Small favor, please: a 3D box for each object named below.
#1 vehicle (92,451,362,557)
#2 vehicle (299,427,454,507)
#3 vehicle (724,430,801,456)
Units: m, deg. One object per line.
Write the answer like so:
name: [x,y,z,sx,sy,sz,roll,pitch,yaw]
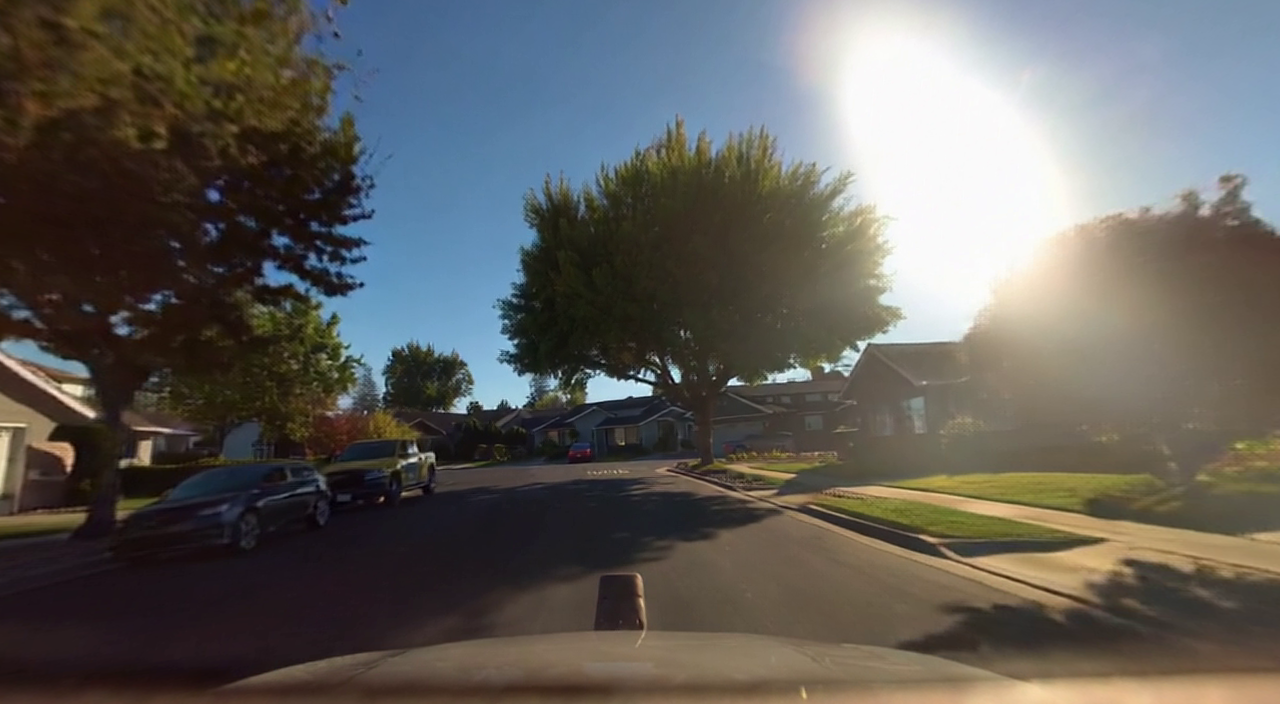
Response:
vehicle: [-6.671,2.439,10.841,2.017,1.397,4.004,0,-8,-2]
vehicle: [-7.315,3.247,18.336,2.338,1.925,5.725,0,-8,-3]
vehicle: [7.954,5.892,41.038,4.533,1.557,1.981,2,-6,-13]
